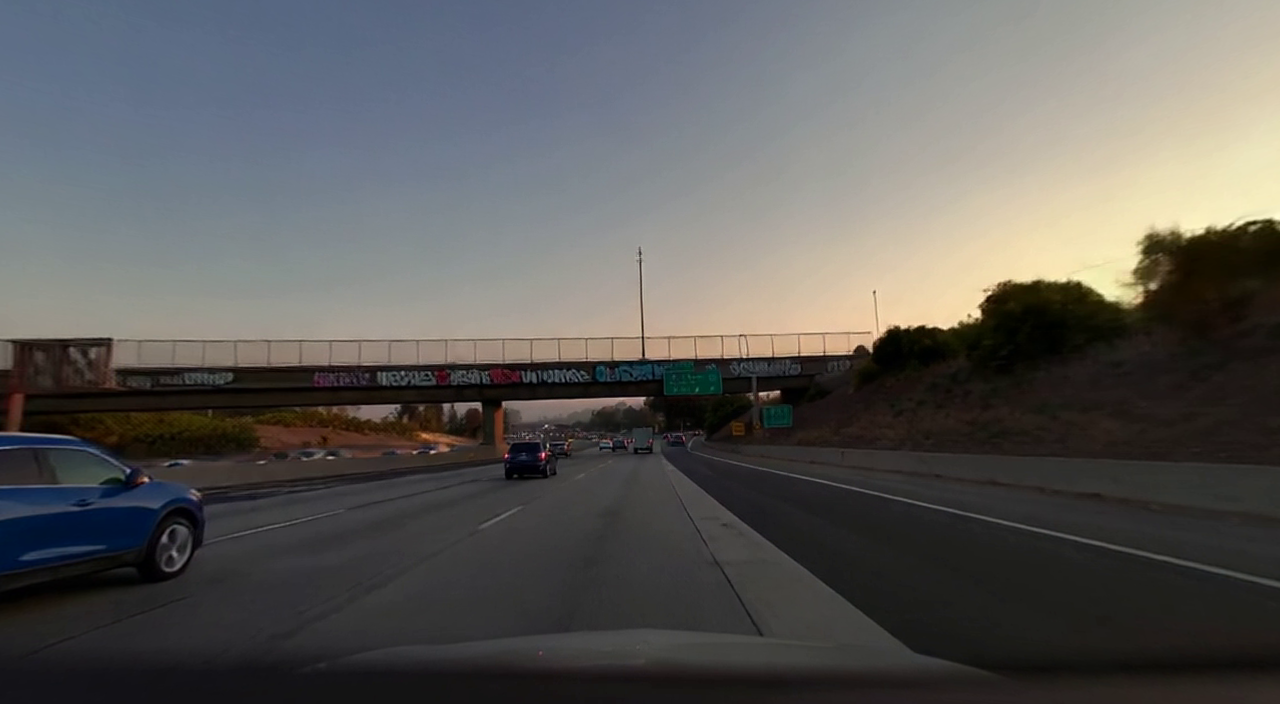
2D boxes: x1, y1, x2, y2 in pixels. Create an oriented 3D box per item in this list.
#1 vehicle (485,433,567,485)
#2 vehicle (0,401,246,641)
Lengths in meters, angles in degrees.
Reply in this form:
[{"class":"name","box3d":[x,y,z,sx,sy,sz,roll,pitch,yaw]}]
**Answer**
[{"class":"vehicle","box3d":[-4.030,3.866,23.005,2.154,1.693,4.394,0,-8,1]},{"class":"vehicle","box3d":[-5.384,1.258,4.968,1.969,1.633,3.962,0,-8,-1]}]
